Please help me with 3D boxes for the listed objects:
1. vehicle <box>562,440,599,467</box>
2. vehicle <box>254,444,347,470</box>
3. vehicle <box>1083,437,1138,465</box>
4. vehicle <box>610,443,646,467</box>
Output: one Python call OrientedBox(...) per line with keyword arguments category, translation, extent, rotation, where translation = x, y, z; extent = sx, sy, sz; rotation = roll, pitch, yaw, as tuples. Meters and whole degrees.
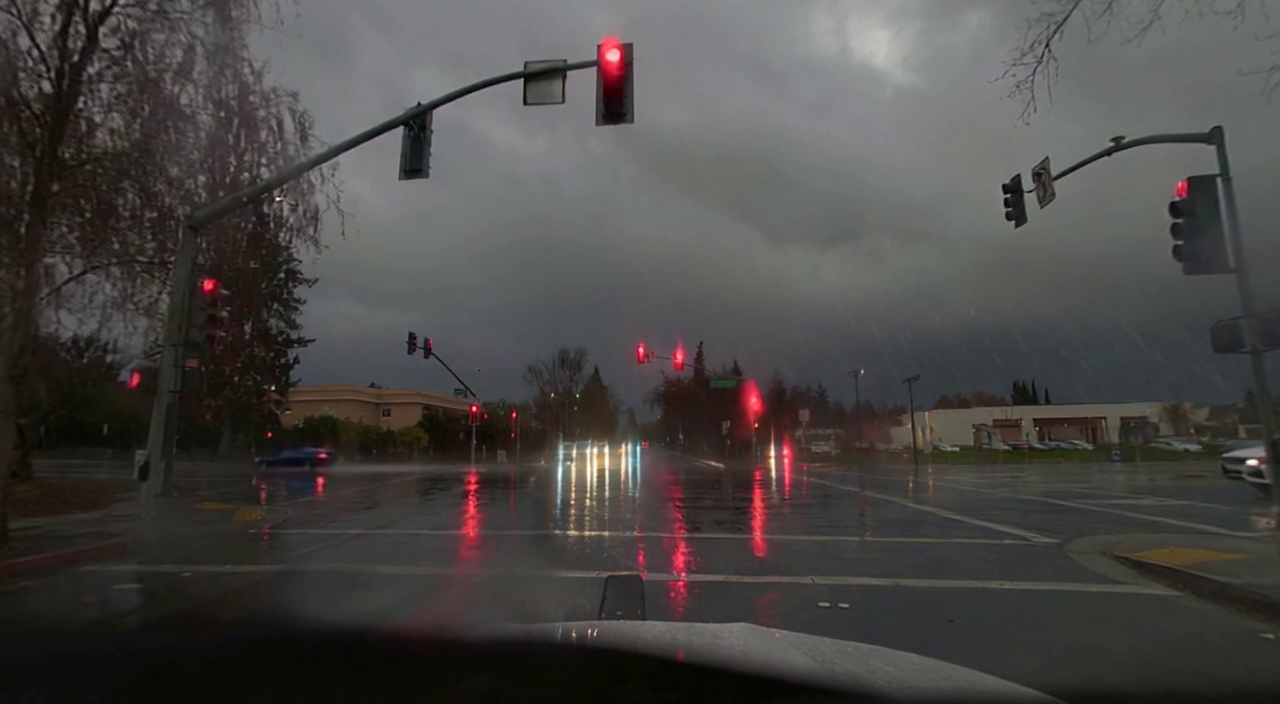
OrientedBox(category="vehicle", translation=(-4.106, 7.107, 44.292), extent=(2.251, 1.756, 4.610), rotation=(0, -9, -2))
OrientedBox(category="vehicle", translation=(-19.752, 6.121, 36.806), extent=(4.628, 1.414, 1.897), rotation=(-3, -9, 15))
OrientedBox(category="vehicle", translation=(26.967, 5.659, 36.141), extent=(2.092, 1.474, 4.046), rotation=(-8, -11, 40))
OrientedBox(category="vehicle", translation=(-0.856, 6.828, 41.989), extent=(2.056, 1.492, 3.937), rotation=(1, -9, -6))
